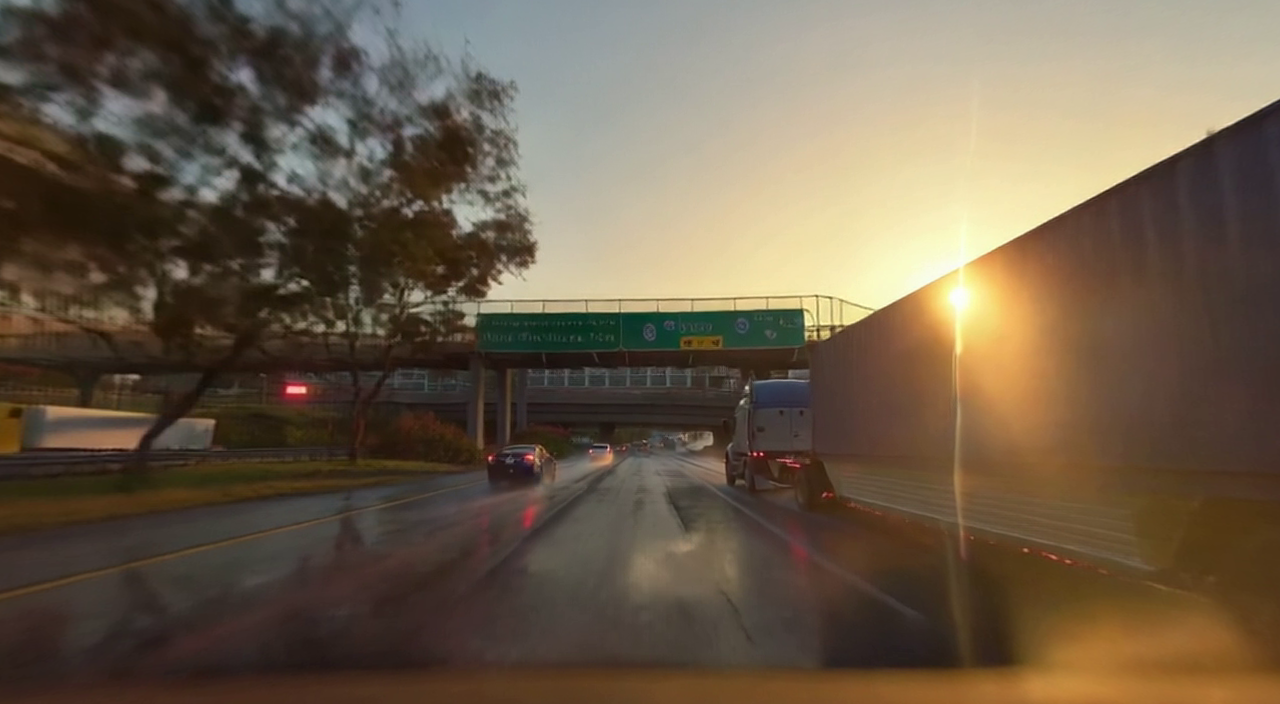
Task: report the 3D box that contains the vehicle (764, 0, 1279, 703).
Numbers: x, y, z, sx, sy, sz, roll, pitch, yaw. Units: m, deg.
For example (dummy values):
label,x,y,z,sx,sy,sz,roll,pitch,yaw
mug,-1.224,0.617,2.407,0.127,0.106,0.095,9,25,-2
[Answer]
label,x,y,z,sx,sy,sz,roll,pitch,yaw
vehicle,4.031,0.232,6.618,2.893,3.992,13.605,0,-9,1

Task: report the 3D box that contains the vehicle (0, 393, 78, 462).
label,x,y,z,sx,sy,sz,roll,pitch,yaw
vehicle,-37.096,4.405,36.717,2.893,3.791,5.708,2,-9,1

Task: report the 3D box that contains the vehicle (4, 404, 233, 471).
label,x,y,z,sx,sy,sz,roll,pitch,yaw
vehicle,-37.034,6.459,46.542,2.880,4.012,16.365,0,-9,1

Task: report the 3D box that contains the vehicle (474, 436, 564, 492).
label,x,y,z,sx,sy,sz,roll,pitch,yaw
vehicle,-3.582,3.404,19.416,1.954,1.528,4.010,0,-9,0
